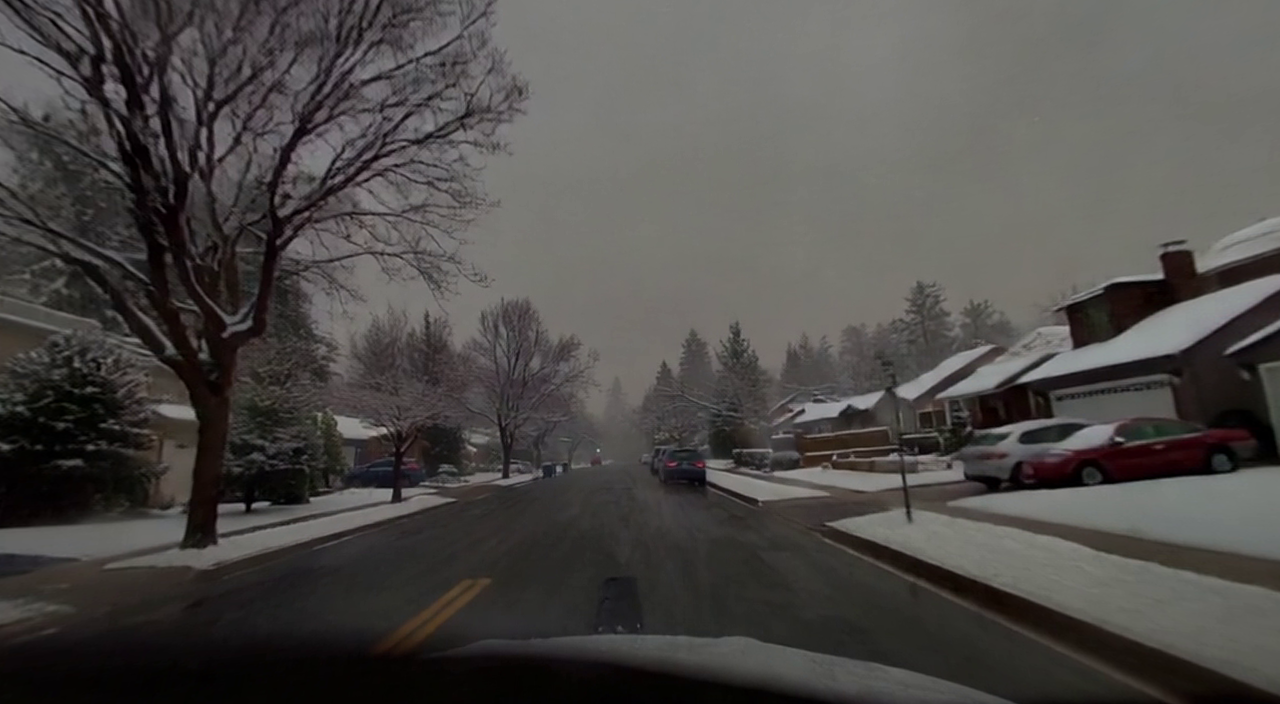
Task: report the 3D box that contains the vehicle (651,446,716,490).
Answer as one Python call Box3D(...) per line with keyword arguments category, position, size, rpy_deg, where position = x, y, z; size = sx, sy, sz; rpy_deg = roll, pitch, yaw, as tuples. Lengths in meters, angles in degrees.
Box3D(category="vehicle", position=(1.582, 4.480, 24.778), size=(2.009, 1.506, 4.698), rpy_deg=(0, -9, -2))

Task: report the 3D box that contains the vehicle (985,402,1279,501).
Box3D(category="vehicle", position=(9.178, 1.853, 11.832), size=(4.230, 1.666, 1.978), rpy_deg=(0, -9, 0))

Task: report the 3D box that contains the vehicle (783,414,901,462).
Box3D(category="vehicle", position=(9.460, 4.126, 29.992), size=(4.861, 1.911, 2.181), rpy_deg=(2, -13, 0))

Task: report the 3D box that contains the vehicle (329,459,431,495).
Box3D(category="vehicle", position=(-13.884, 6.693, 33.941), size=(4.511, 1.809, 2.018), rpy_deg=(0, -9, 0))
